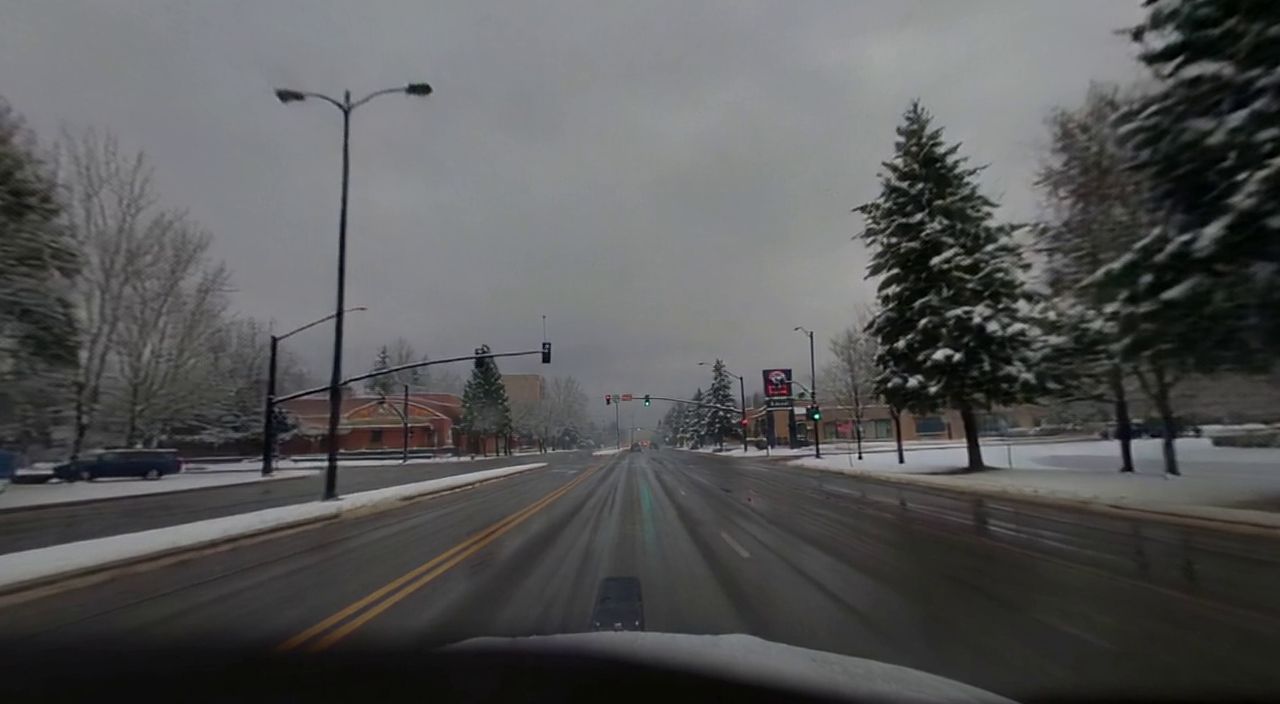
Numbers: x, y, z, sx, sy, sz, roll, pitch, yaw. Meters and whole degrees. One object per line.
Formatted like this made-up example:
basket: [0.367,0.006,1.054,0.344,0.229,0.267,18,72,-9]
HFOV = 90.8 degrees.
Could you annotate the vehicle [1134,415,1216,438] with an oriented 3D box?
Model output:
vehicle: [40.038,5.607,47.343,4.388,1.651,1.918,0,-9,-2]

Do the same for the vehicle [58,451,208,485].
vehicle: [-29.629,6.774,37.119,6.525,1.890,2.481,0,-9,-1]
